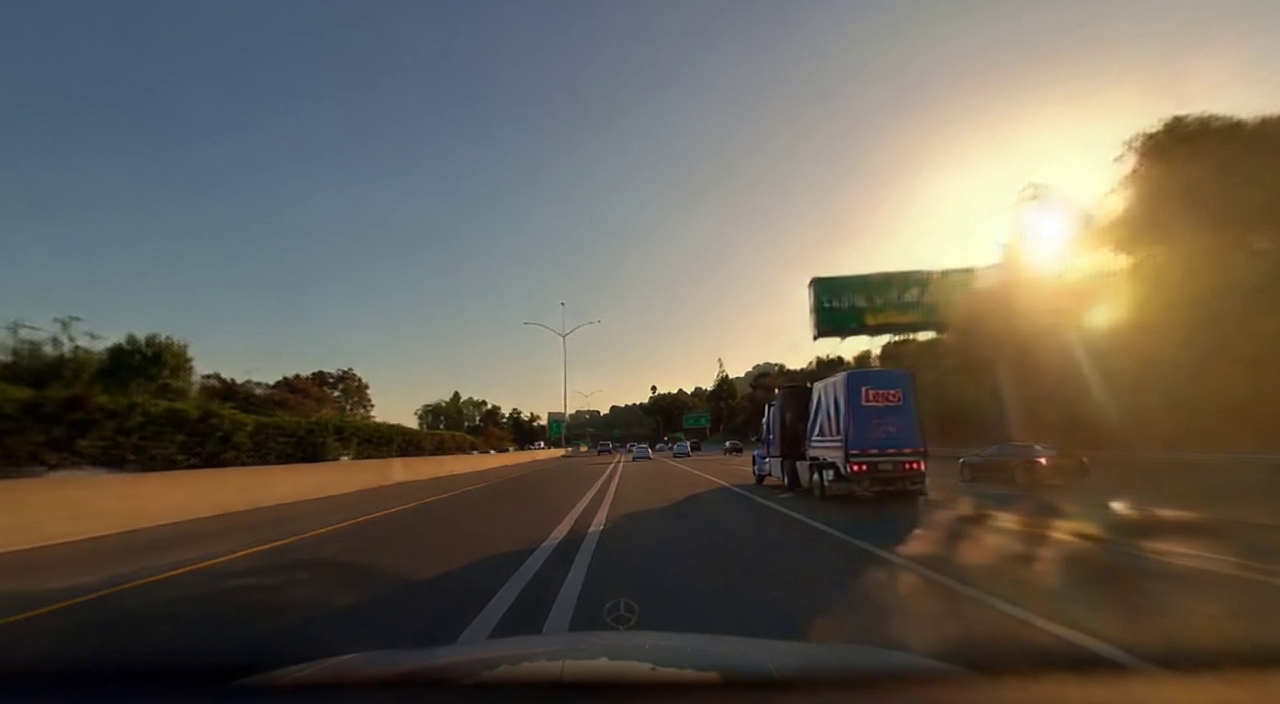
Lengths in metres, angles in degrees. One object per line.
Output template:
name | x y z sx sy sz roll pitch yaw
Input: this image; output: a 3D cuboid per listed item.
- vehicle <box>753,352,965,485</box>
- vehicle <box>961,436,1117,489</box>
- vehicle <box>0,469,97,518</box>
vehicle | 8.225 3.267 27.798 2.892 4.128 16.495 0 -9 -2
vehicle | 12.240 3.397 19.802 1.862 1.462 4.459 0 -9 -2
vehicle | -22.294 4.990 22.418 1.900 1.486 4.702 0 -9 -1
